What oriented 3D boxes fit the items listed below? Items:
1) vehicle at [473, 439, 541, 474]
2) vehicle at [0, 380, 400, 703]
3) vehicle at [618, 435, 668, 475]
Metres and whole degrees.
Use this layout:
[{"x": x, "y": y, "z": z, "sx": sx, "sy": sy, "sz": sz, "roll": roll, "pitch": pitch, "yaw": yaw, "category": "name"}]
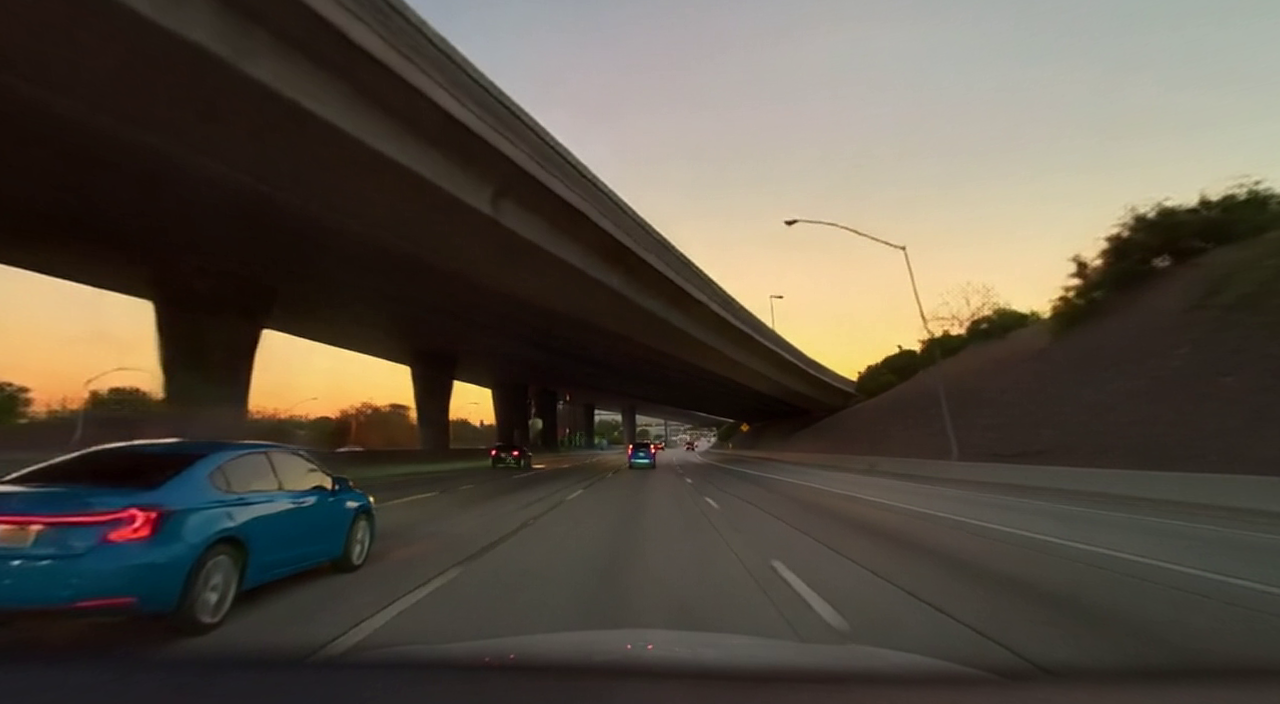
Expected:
[{"x": -6.251, "y": 4.984, "z": 30.070, "sx": 1.994, "sy": 1.519, "sz": 4.668, "roll": 0, "pitch": -9, "yaw": 3, "category": "vehicle"}, {"x": -3.948, "y": 1.259, "z": 5.016, "sx": 2.124, "sy": 1.607, "sz": 4.531, "roll": 0, "pitch": -9, "yaw": 2, "category": "vehicle"}, {"x": 0.169, "y": 4.749, "z": 29.014, "sx": 2.155, "sy": 1.690, "sz": 4.318, "roll": 0, "pitch": -9, "yaw": 1, "category": "vehicle"}]
